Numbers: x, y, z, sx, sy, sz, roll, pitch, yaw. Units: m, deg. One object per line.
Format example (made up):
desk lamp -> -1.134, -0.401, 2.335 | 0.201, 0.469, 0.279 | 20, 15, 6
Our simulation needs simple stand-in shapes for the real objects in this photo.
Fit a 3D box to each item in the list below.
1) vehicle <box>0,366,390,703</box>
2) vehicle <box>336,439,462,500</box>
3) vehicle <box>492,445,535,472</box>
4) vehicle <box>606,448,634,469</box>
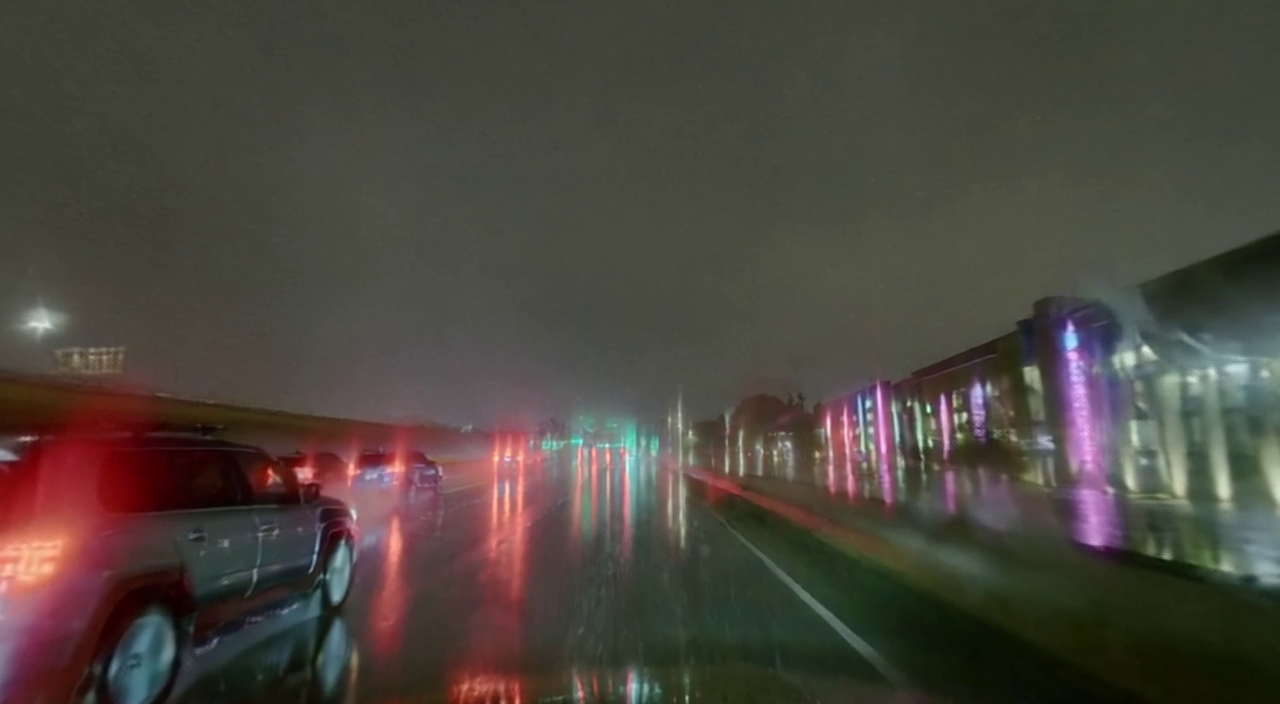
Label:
vehicle -> -3.733, 1.182, 4.352 | 2.036, 1.717, 4.592 | 0, -9, 1
vehicle -> -7.302, 3.592, 19.707 | 2.075, 1.642, 4.638 | 0, -9, 1
vehicle -> -8.465, 7.150, 42.617 | 2.065, 1.689, 4.399 | 0, -9, -1
vehicle -> -1.557, 8.183, 48.761 | 2.110, 1.501, 4.319 | 0, -9, -2
